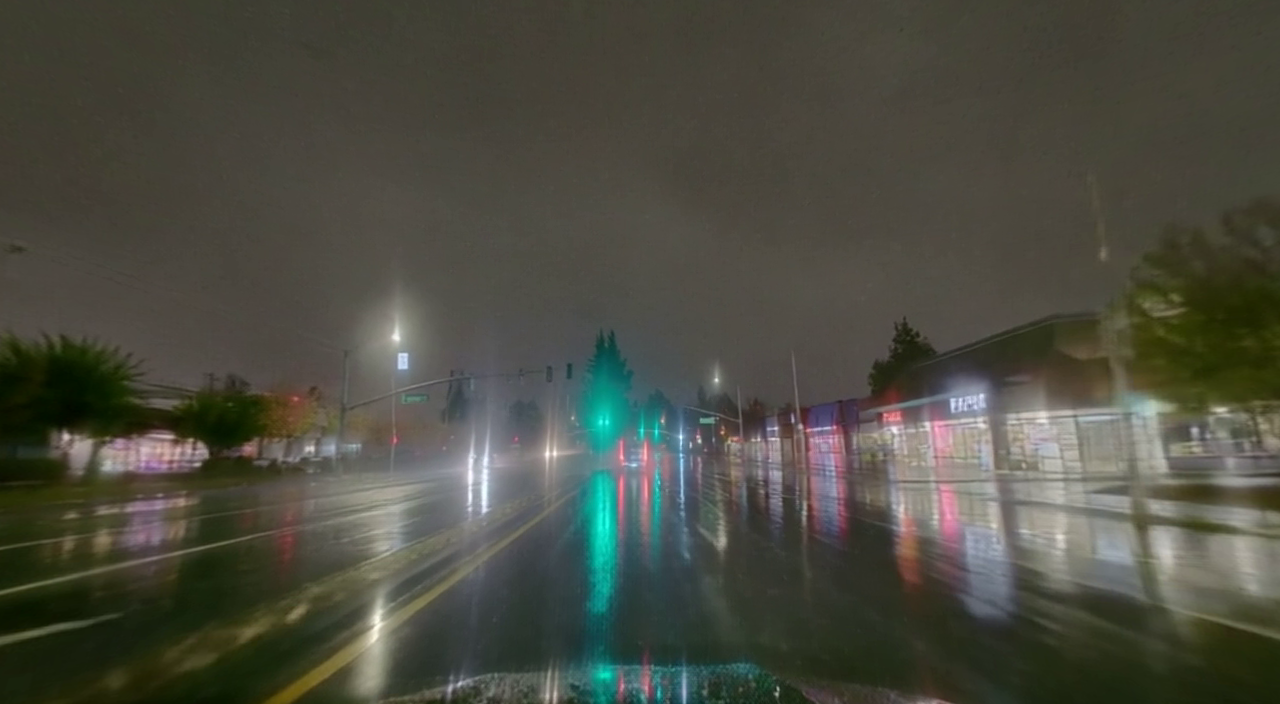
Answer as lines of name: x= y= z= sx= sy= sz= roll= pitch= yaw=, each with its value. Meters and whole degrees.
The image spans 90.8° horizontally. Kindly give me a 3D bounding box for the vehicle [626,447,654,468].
vehicle: x=-0.058 y=7.953 z=47.770 sx=2.027 sy=1.494 sz=3.942 roll=0 pitch=-8 yaw=-1
